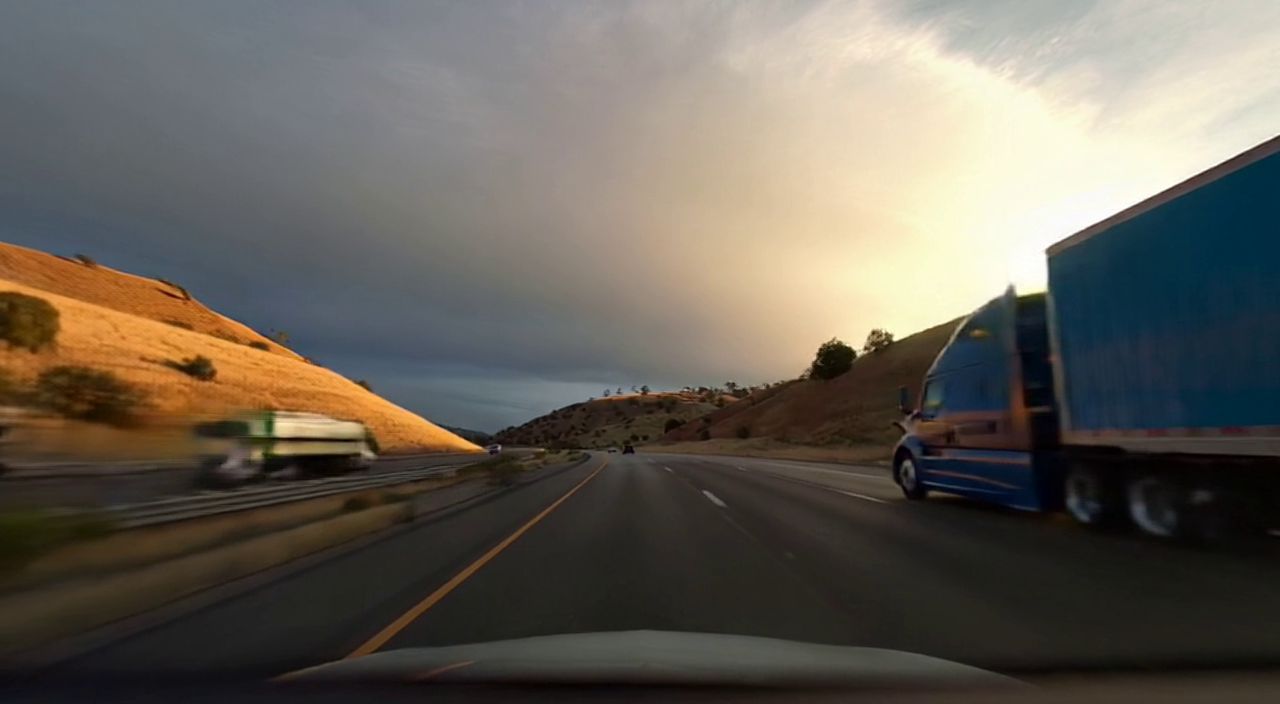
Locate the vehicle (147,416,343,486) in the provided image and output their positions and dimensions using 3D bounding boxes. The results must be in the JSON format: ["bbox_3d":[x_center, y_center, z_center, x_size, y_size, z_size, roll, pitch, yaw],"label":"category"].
[{"bbox_3d":[-14.606,3.733,24.212,2.850,2.258,7.202,-1,-8,0],"label":"vehicle"}]

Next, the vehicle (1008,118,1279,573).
[{"bbox_3d":[7.382,-0.631,1.804,2.923,4.182,16.345,-1,-8,0],"label":"vehicle"}]
